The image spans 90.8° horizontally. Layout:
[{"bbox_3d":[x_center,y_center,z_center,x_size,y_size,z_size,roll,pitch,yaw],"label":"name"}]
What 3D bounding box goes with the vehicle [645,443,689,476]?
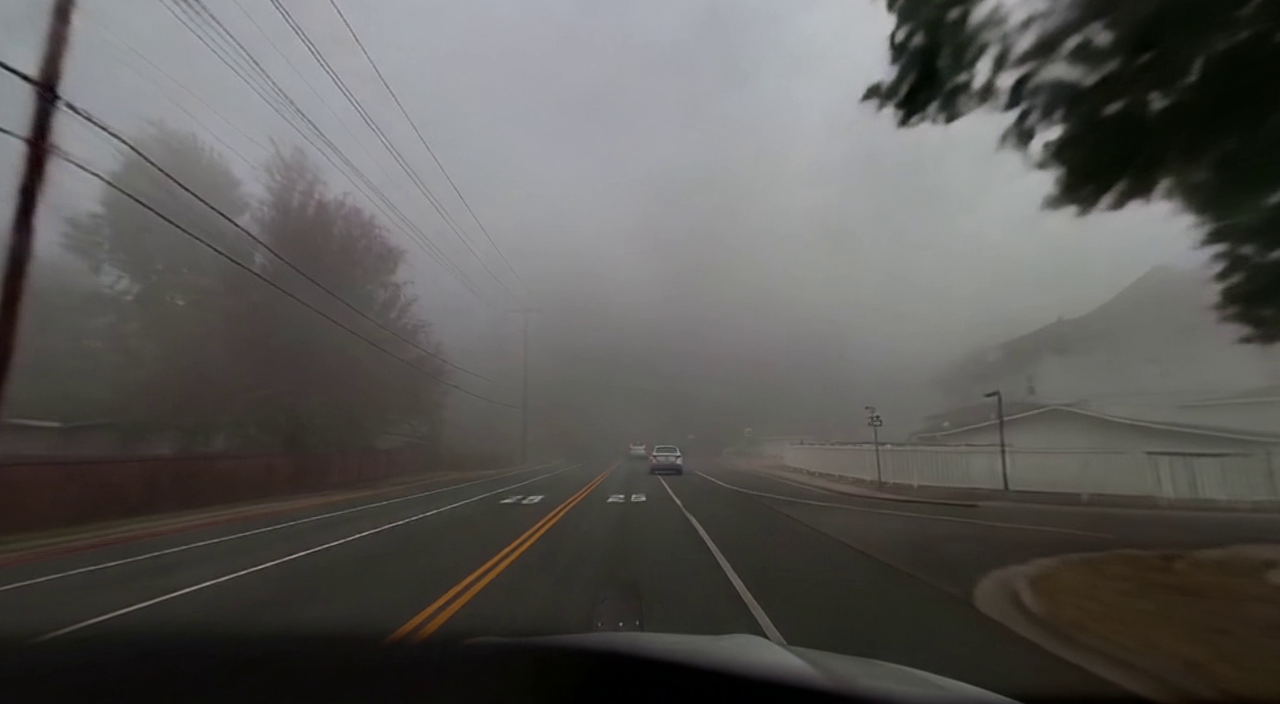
[{"bbox_3d":[1.254,5.185,30.885,1.975,1.497,3.647,0,-8,0],"label":"vehicle"}]
